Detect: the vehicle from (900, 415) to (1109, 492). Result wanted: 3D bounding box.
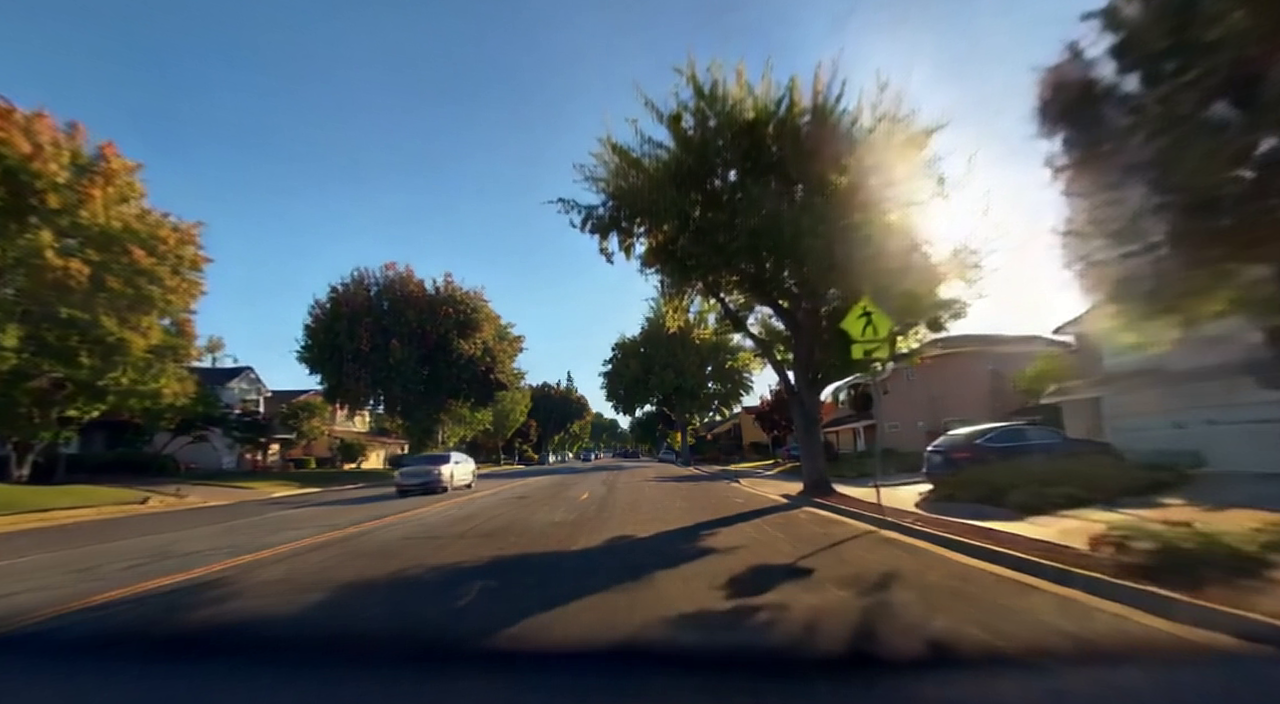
[{"bbox_3d":[10.536,3.032,18.606,4.583,1.853,2.260,-2,-14,-2],"label":"vehicle"}]

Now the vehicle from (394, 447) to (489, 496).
[{"bbox_3d":[-7.183,4.338,23.389,1.951,1.613,4.654,0,-8,1],"label":"vehicle"}]
